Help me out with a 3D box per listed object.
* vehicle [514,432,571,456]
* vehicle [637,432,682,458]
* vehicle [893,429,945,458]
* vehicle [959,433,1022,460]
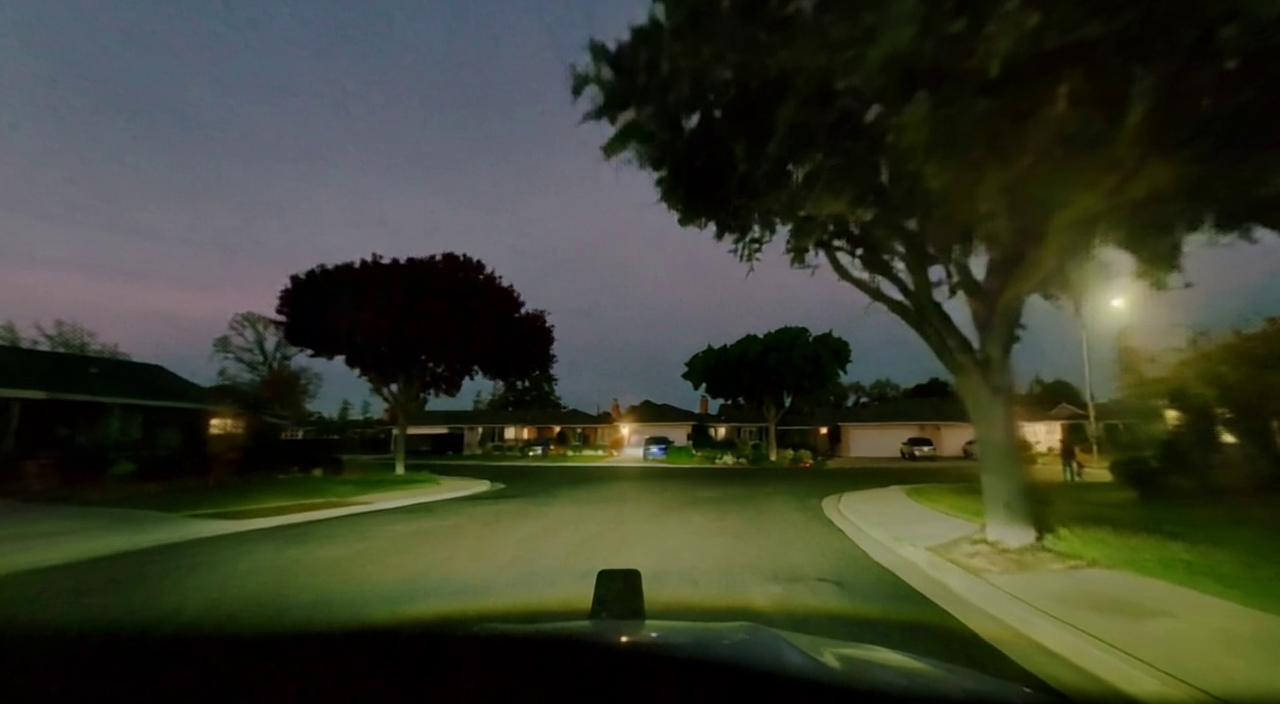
[{"bbox_3d":[-7.288,6.957,47.619,1.942,1.700,4.478,-4,-10,27],"label":"vehicle"},{"bbox_3d":[1.401,6.415,43.477,1.942,1.651,4.655,-3,-9,17],"label":"vehicle"},{"bbox_3d":[18.011,5.951,40.954,1.937,1.731,4.179,-1,-9,8],"label":"vehicle"},{"bbox_3d":[21.723,5.901,39.304,1.873,1.556,4.216,-1,-9,7],"label":"vehicle"}]
